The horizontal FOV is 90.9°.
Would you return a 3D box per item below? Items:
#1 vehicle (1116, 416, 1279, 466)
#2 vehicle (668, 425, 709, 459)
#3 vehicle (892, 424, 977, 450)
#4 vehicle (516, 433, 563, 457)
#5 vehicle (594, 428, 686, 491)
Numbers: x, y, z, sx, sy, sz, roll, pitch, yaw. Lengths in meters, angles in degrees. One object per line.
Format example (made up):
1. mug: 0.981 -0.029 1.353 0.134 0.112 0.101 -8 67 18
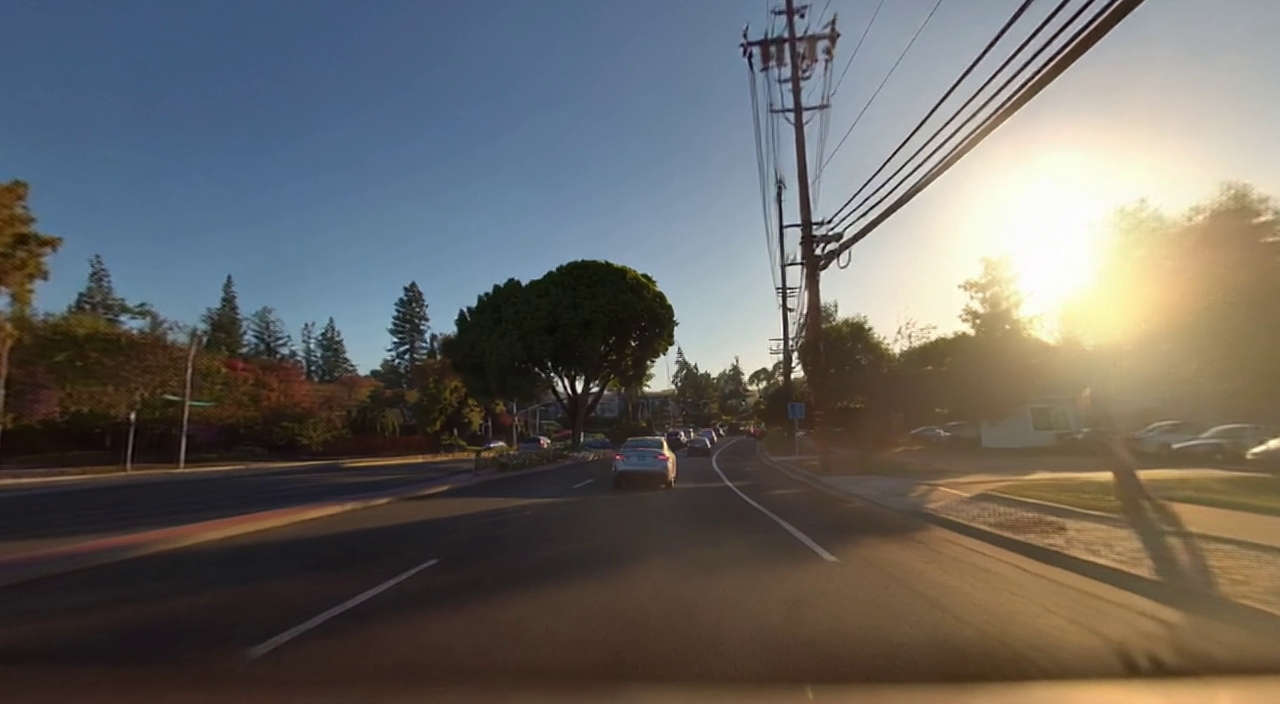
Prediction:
1. vehicle: 21.111 3.323 23.660 4.667 1.647 2.093 1 -7 7
2. vehicle: 3.051 5.574 38.857 2.158 1.939 4.935 -2 -8 8
3. vehicle: 19.913 5.798 42.827 4.739 1.708 1.976 -2 -9 8
4. vehicle: -6.631 6.212 41.964 1.983 1.485 4.159 -1 -8 7
5. vehicle: 0.132 2.868 17.117 2.117 1.474 4.036 -1 -8 5
